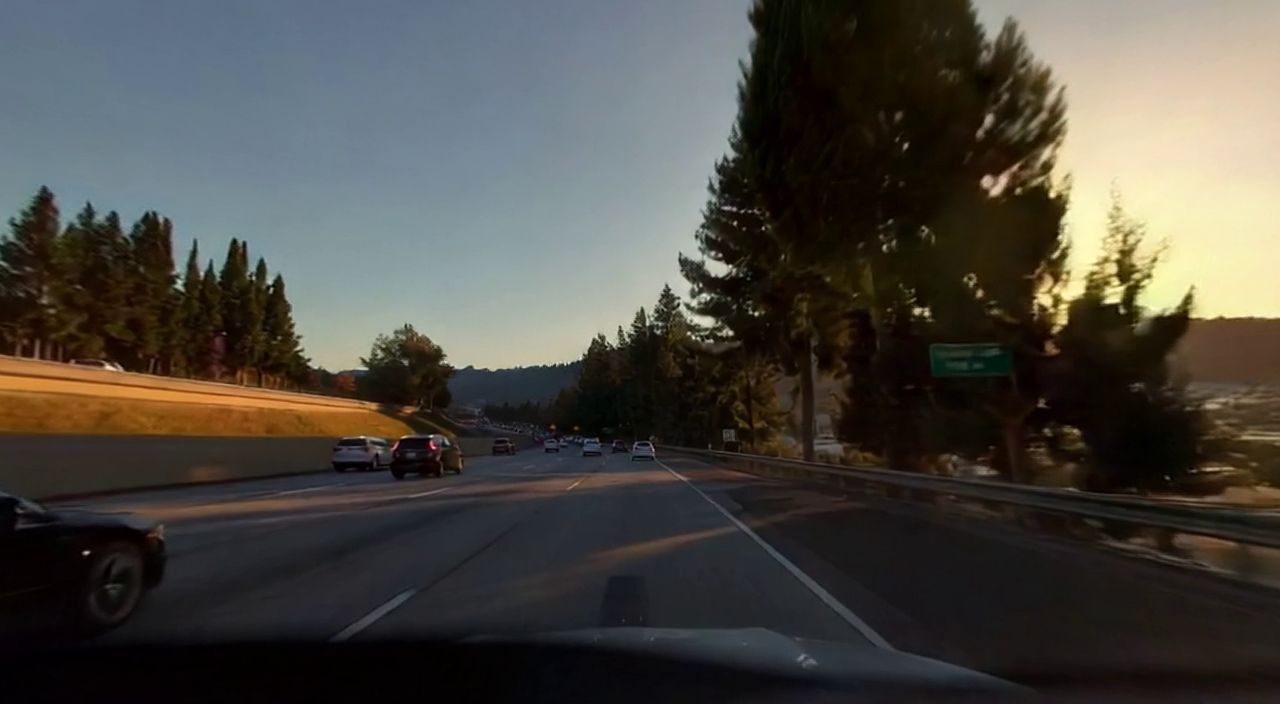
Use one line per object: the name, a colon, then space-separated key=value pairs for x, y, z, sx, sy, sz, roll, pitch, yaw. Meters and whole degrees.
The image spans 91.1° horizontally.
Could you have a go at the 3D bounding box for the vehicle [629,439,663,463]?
vehicle: x=0.337 y=6.351 z=40.370 sx=2.060 sy=1.465 sz=3.974 roll=0 pitch=-8 yaw=-2

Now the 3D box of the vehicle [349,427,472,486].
vehicle: x=-7.494 y=3.476 z=21.189 sx=2.238 sy=1.712 sz=5.000 roll=0 pitch=-8 yaw=0

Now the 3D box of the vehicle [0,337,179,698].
vehicle: x=-4.274 y=0.591 z=1.574 sx=2.171 sy=1.759 sz=5.219 roll=0 pitch=-8 yaw=1
